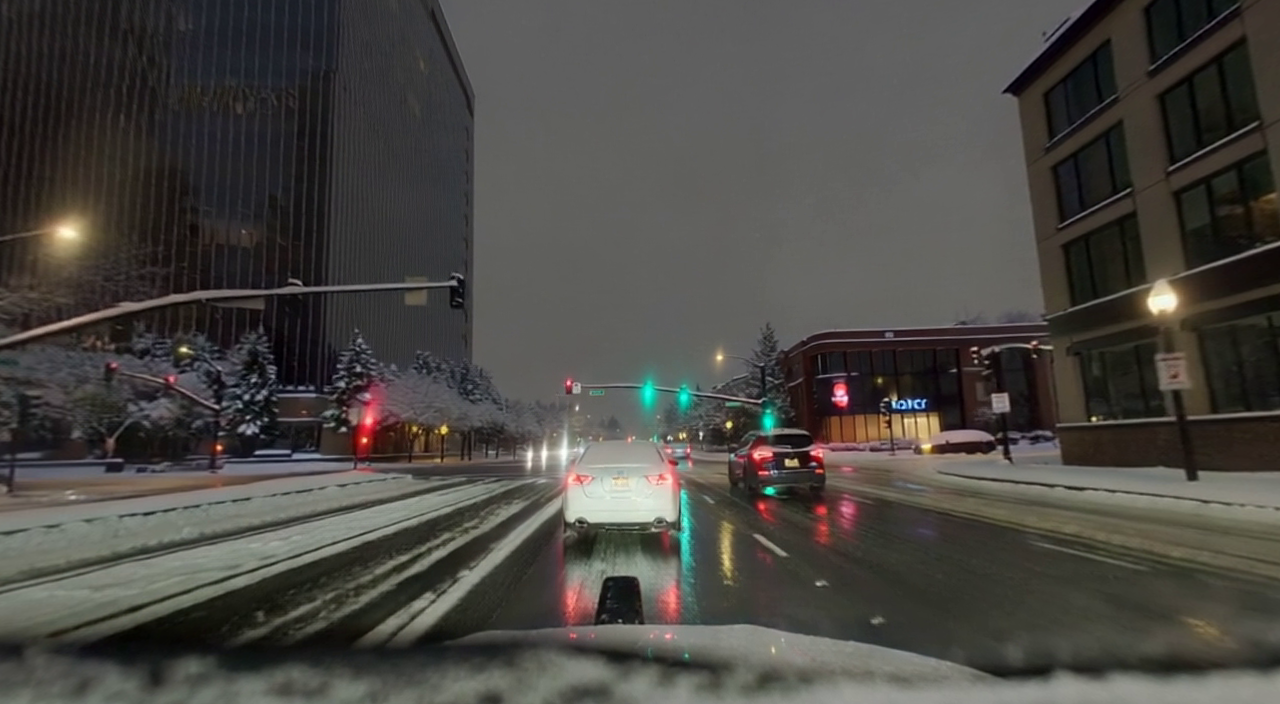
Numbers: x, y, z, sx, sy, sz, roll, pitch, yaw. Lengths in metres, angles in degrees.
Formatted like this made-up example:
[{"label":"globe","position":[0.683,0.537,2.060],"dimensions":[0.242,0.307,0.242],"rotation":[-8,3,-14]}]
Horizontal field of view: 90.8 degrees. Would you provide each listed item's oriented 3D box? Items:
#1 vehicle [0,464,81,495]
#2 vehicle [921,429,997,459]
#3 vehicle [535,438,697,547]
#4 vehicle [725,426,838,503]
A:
[{"label":"vehicle","position":[-34.826,7.165,35.542],"dimensions":[4.470,1.556,2.231],"rotation":[0,-8,-3]},{"label":"vehicle","position":[24.265,7.032,48.172],"dimensions":[4.384,2.000,2.345],"rotation":[1,-14,-4]},{"label":"vehicle","position":[-0.352,2.142,10.419],"dimensions":[2.144,1.398,3.963],"rotation":[1,-7,-1]},{"label":"vehicle","position":[3.645,2.954,17.138],"dimensions":[2.078,1.799,4.089],"rotation":[1,-7,-1]}]
